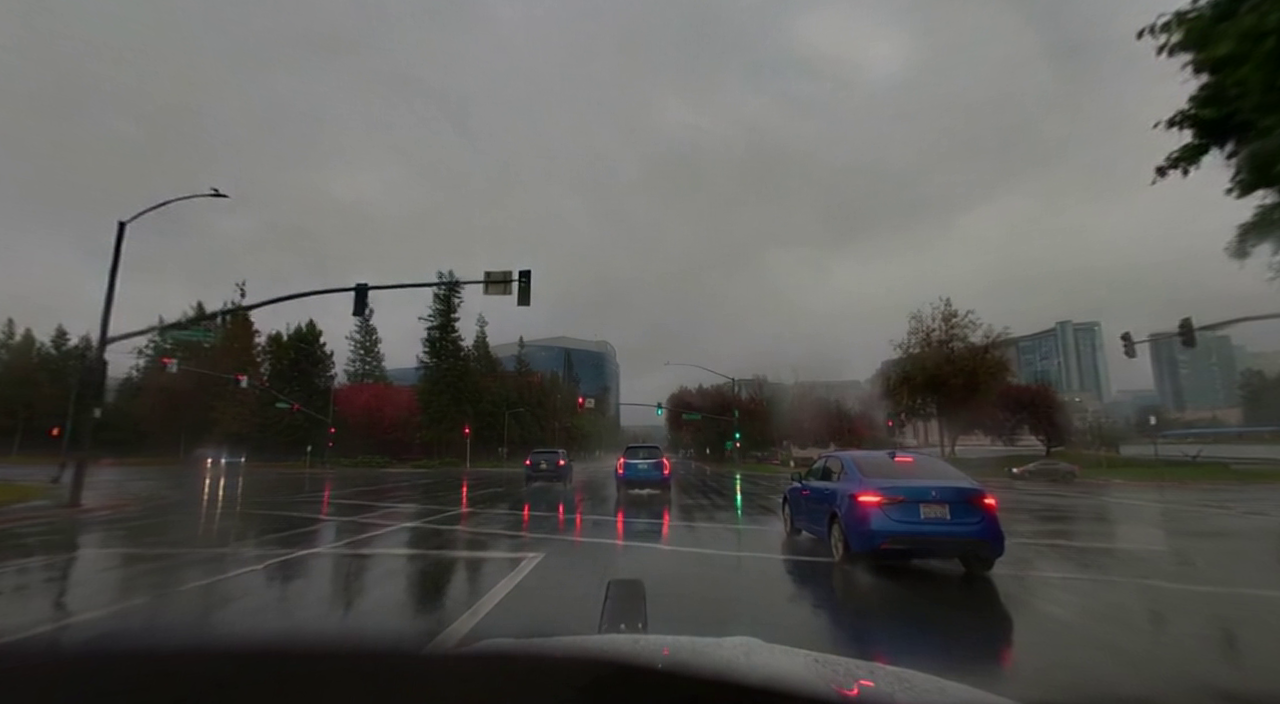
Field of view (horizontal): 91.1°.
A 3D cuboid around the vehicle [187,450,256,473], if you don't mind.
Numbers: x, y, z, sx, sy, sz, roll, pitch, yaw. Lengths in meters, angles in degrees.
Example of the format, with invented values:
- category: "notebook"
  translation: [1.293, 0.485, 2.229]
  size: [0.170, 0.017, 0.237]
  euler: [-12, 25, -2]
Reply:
- category: "vehicle"
  translation: [-31.335, 8.150, 46.974]
  size: [4.422, 1.605, 1.955]
  euler: [-3, -9, 20]

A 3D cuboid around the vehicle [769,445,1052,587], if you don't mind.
- category: "vehicle"
  translation: [3.333, 2.084, 8.955]
  size: [2.056, 1.468, 4.520]
  euler: [0, -9, 0]

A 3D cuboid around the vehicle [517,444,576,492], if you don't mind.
- category: "vehicle"
  translation: [-3.452, 4.326, 23.854]
  size: [1.987, 1.633, 4.005]
  euler: [1, -9, -6]

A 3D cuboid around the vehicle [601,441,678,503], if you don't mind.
- category: "vehicle"
  translation: [0.006, 3.602, 19.259]
  size: [2.108, 1.654, 4.235]
  euler: [0, -9, 0]
